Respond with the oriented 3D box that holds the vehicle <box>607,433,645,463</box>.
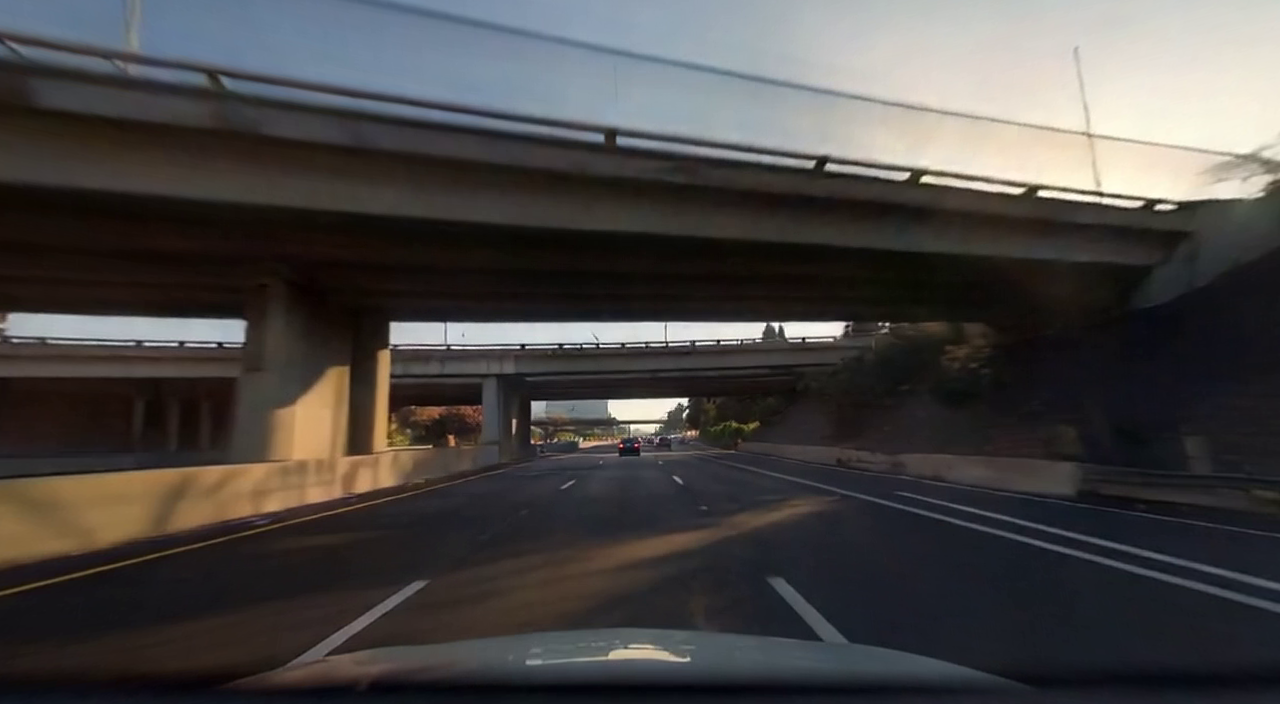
[{"bbox_3d":[-0.780,5.424,35.784,2.039,1.589,4.324,0,-8,-1],"label":"vehicle"}]
